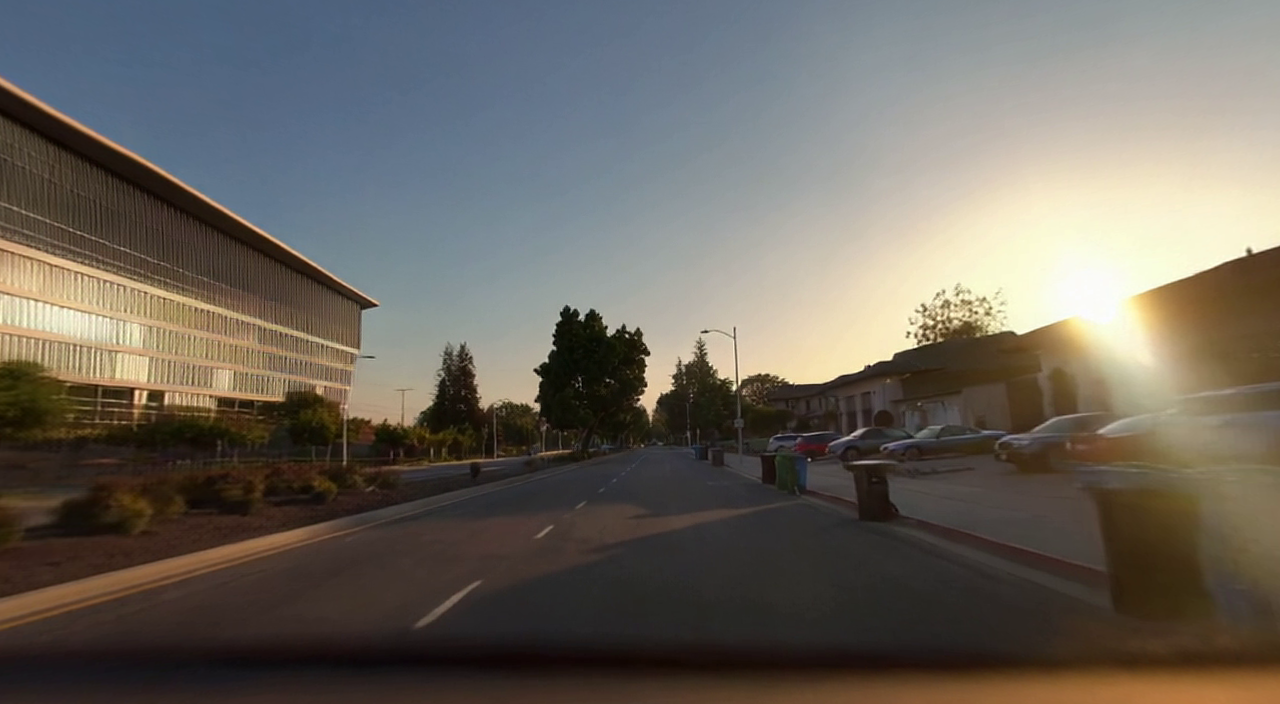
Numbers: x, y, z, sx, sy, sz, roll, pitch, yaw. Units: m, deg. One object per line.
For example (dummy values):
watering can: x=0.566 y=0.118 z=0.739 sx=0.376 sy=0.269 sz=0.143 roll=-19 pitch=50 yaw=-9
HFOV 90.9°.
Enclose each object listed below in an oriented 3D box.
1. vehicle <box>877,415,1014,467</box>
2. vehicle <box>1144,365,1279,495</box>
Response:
vehicle: x=12.414 y=3.672 z=25.861 sx=4.478 sy=1.578 sz=1.944 roll=-6 pitch=-9 yaw=2
vehicle: x=12.248 y=1.055 z=10.732 sx=5.136 sy=1.945 sz=2.153 roll=-8 pitch=-9 yaw=3
